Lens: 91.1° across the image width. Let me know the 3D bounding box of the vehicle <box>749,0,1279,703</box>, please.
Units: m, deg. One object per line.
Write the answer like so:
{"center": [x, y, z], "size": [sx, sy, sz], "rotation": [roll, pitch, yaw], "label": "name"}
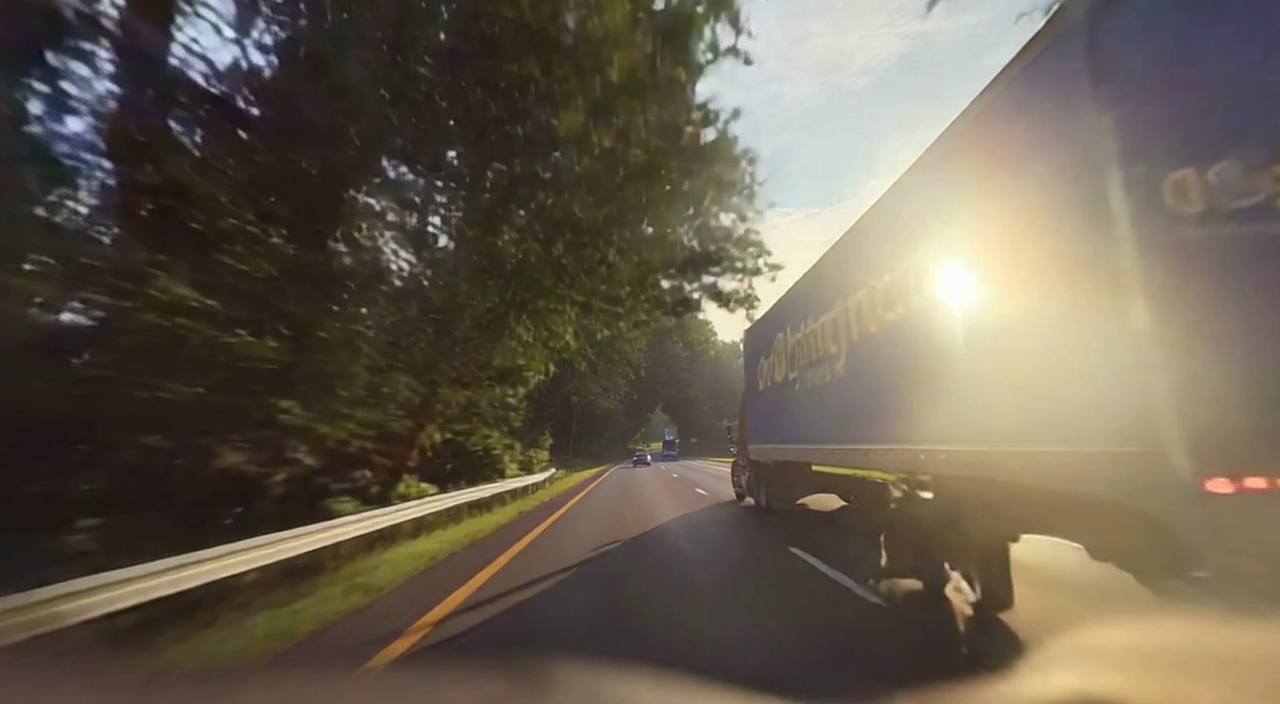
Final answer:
{"center": [3.861, 0.352, 6.810], "size": [3.440, 4.090, 11.380], "rotation": [-1, -9, 1], "label": "vehicle"}
